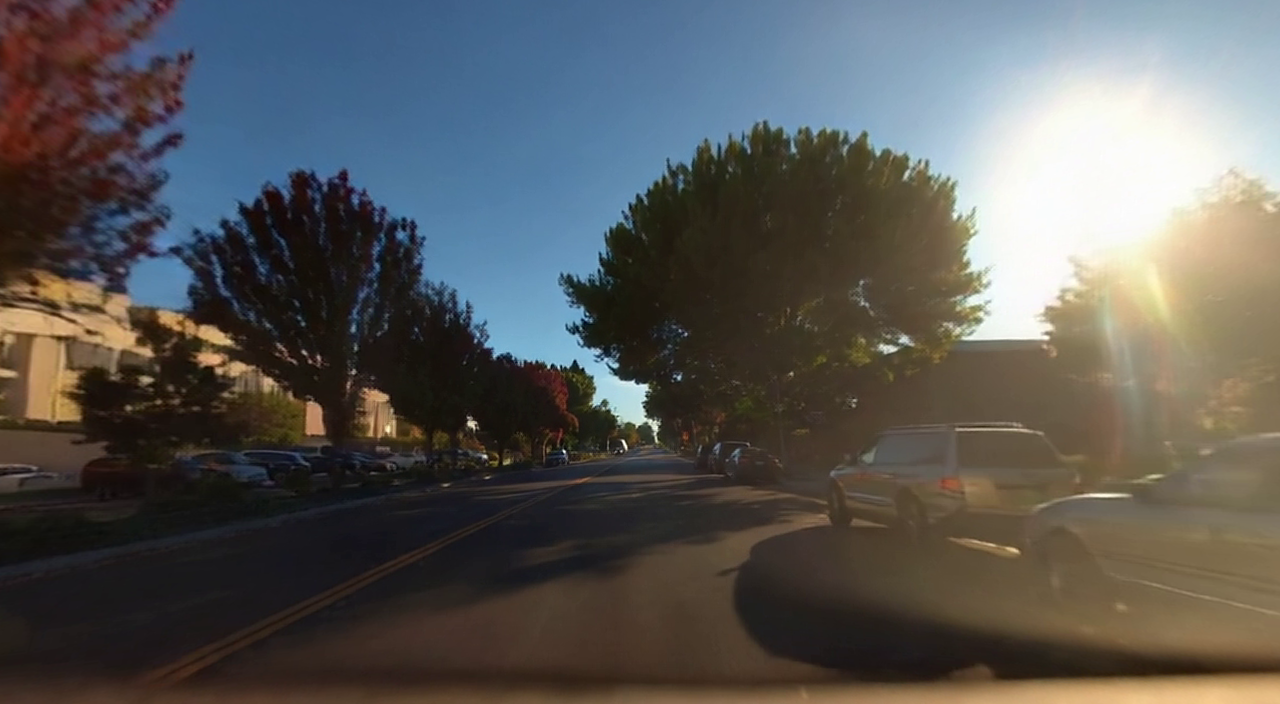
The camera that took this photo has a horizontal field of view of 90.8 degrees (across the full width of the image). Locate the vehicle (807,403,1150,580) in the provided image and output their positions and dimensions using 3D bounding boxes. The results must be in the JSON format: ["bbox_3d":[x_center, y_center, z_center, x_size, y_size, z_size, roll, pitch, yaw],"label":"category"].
[{"bbox_3d":[3.935,1.700,8.469,2.104,1.726,4.288,0,-8,-1],"label":"vehicle"}]

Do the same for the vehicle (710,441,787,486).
[{"bbox_3d":[4.076,4.281,24.663,1.952,1.538,5.215,0,-8,-1],"label":"vehicle"}]

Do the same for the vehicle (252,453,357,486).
[{"bbox_3d":[-15.866,5.528,29.907,4.181,1.467,1.851,-3,-9,16],"label":"vehicle"}]

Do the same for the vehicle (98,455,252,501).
[{"bbox_3d":[-16.209,4.344,22.066,4.491,1.455,1.959,-3,-9,18],"label":"vehicle"}]

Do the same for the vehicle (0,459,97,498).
[{"bbox_3d":[-26.404,5.405,27.097,4.376,1.523,1.781,5,-10,-32],"label":"vehicle"}]

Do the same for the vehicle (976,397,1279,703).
[{"bbox_3d":[4.055,0.991,3.121,1.933,1.528,5.006,0,-8,-1],"label":"vehicle"}]
